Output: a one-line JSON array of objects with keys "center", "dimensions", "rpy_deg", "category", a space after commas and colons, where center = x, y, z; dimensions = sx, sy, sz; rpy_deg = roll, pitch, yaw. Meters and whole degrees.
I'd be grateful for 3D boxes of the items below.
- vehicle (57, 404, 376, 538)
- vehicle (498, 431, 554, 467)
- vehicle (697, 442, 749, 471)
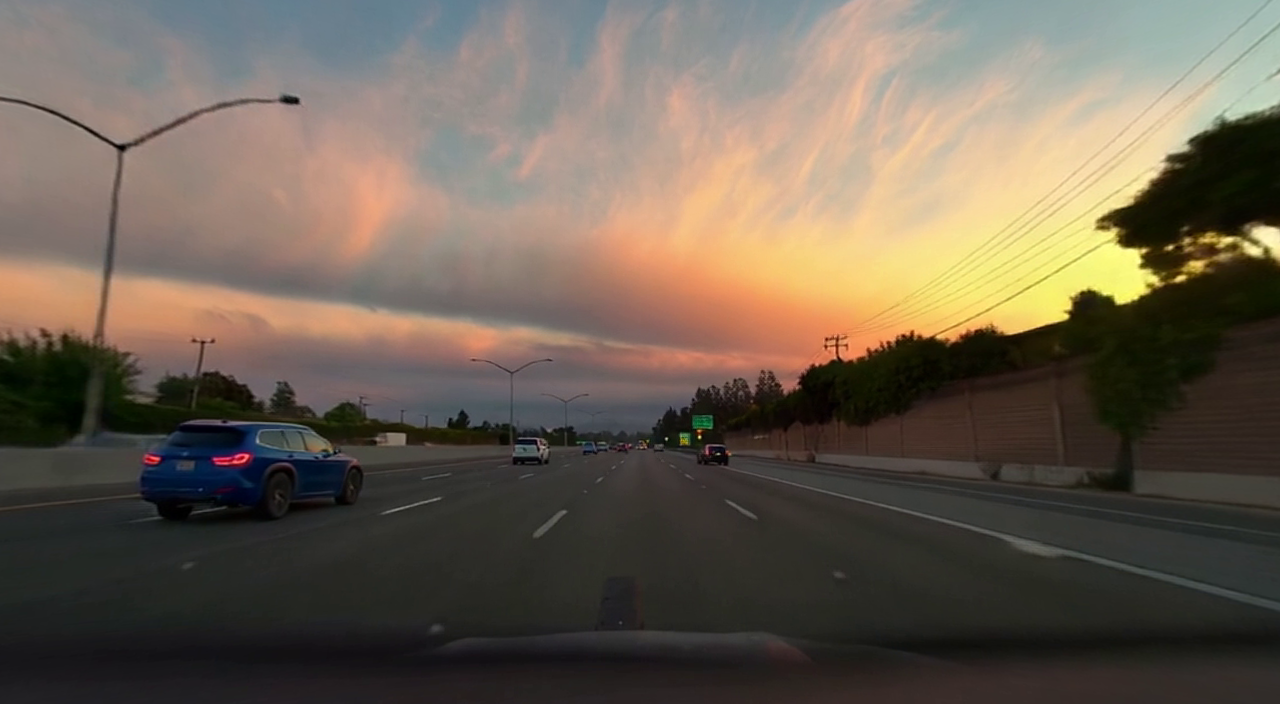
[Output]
[{"center": [-6.446, 1.882, 10.475], "dimensions": [2.058, 1.698, 4.567], "rpy_deg": [0, -9, 0], "category": "vehicle"}, {"center": [-6.471, 5.578, 36.248], "dimensions": [2.255, 1.934, 4.868], "rpy_deg": [0, -9, 0], "category": "vehicle"}, {"center": [4.645, 5.938, 35.989], "dimensions": [2.251, 1.520, 4.550], "rpy_deg": [1, -9, -1], "category": "vehicle"}]
